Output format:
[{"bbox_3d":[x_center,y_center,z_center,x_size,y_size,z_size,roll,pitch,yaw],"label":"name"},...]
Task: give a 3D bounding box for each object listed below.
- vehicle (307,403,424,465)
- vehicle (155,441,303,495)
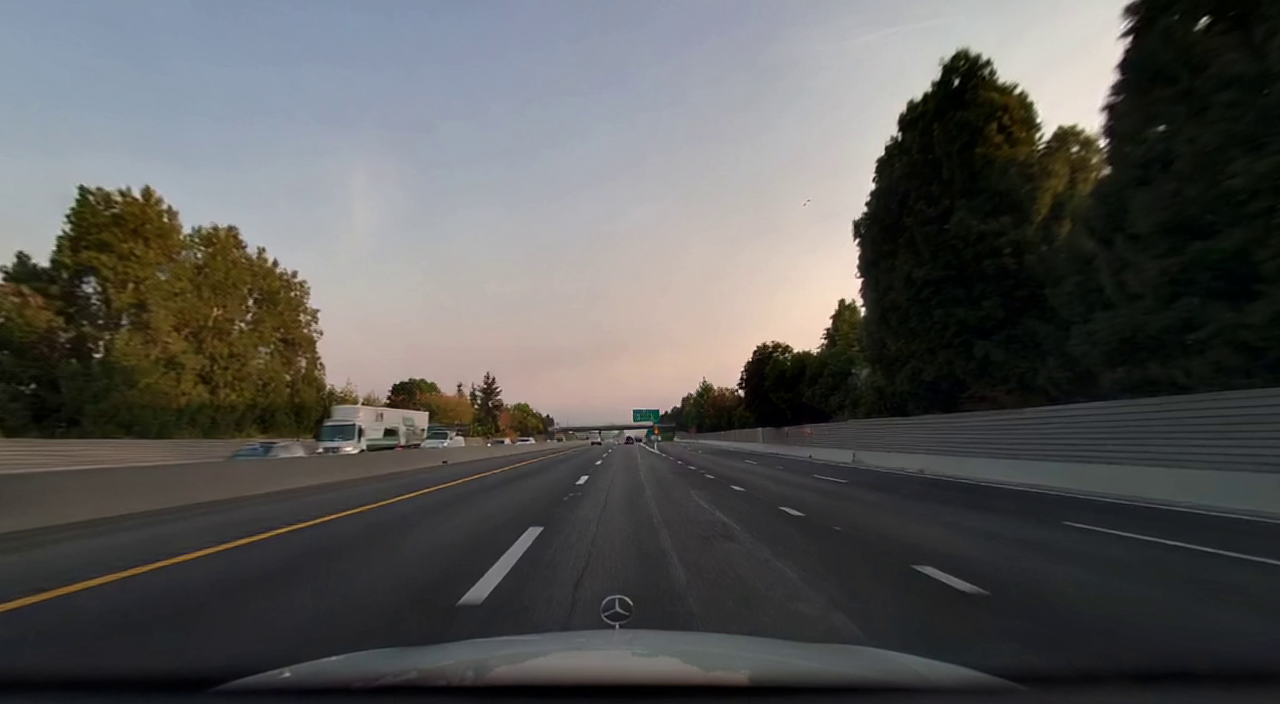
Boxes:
[{"bbox_3d":[-17.761,5.508,42.082,2.975,3.541,11.755,0,-8,-2],"label":"vehicle"},{"bbox_3d":[-12.170,3.408,19.029,1.807,1.416,4.076,0,-8,-2],"label":"vehicle"}]
